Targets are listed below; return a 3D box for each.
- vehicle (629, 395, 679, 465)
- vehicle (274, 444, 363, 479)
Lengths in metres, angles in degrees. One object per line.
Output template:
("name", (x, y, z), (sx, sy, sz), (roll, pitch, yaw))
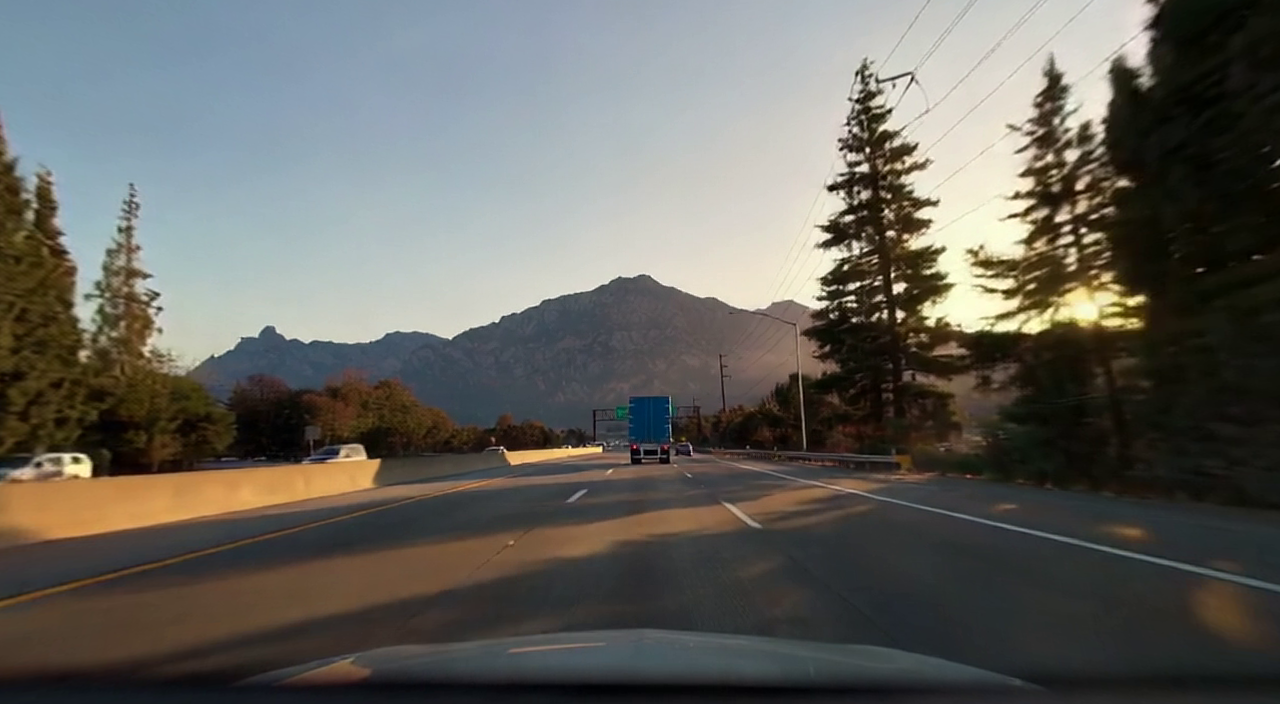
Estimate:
("vehicle", (0.771, 5.454, 42.961), (2.919, 4.101, 11.541), (0, -8, -1))
("vehicle", (-19.518, 6.616, 38.657), (2.125, 1.916, 6.198), (-1, -8, 1))
